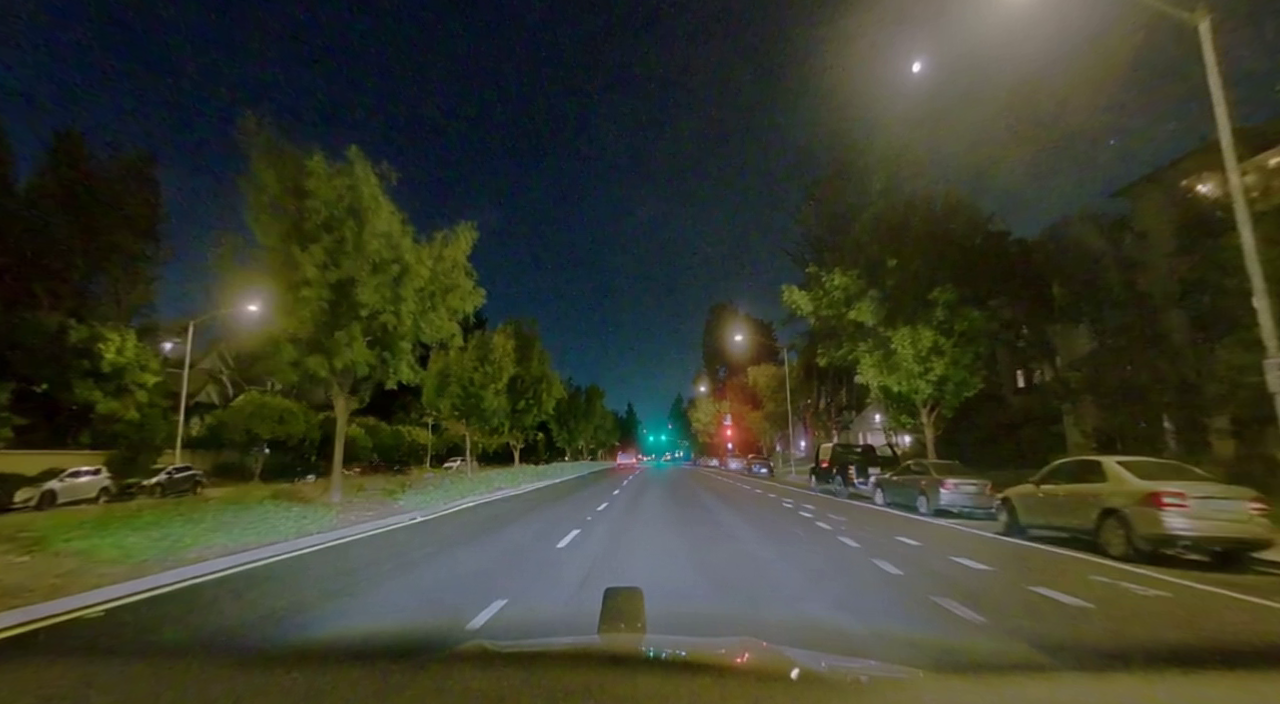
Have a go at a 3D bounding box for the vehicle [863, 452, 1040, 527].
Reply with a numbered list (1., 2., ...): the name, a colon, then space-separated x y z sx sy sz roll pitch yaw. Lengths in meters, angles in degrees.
1. vehicle: 7.175 3.184 15.155 1.853 1.480 4.666 0 -9 0

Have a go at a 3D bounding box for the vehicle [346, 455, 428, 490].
1. vehicle: -11.597 5.535 29.143 1.914 1.472 4.480 0 -9 0

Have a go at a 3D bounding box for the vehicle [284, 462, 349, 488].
1. vehicle: -20.691 7.882 40.345 1.910 1.493 4.190 0 -9 1

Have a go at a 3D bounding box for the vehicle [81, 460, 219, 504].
1. vehicle: -20.792 5.515 27.015 1.868 1.620 5.039 0 -9 0

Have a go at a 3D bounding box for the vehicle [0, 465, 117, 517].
1. vehicle: -20.787 4.655 21.292 1.881 1.503 4.899 0 -9 0

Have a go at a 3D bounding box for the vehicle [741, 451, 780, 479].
1. vehicle: 7.894 7.452 41.599 1.910 1.686 4.399 0 -9 3

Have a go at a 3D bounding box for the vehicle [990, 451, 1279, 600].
1. vehicle: 7.131 2.115 8.657 1.992 1.474 4.534 0 -9 0

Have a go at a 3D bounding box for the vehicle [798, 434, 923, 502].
1. vehicle: 7.553 4.044 22.279 2.306 2.088 5.571 0 -9 -1
